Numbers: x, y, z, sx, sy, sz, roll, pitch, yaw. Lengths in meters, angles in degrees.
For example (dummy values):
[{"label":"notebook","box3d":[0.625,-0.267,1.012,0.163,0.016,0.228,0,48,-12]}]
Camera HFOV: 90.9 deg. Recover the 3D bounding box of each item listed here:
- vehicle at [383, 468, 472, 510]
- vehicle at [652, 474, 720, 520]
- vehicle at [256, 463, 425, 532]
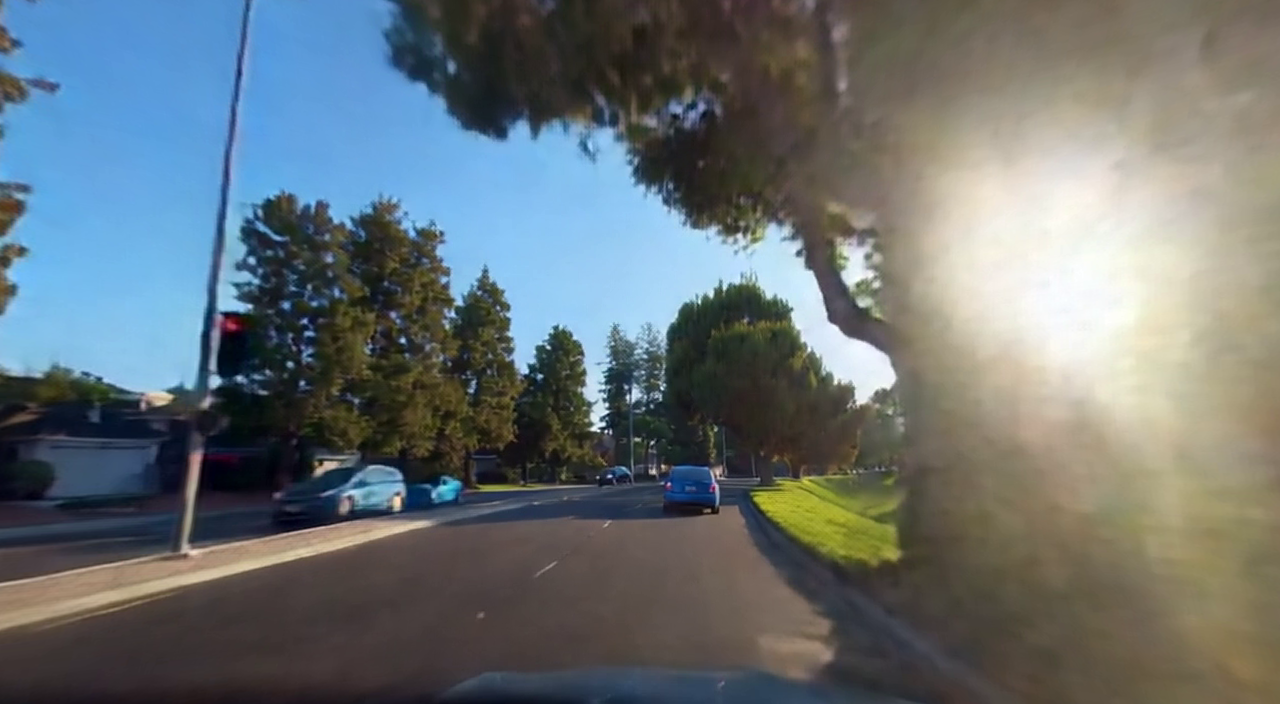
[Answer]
[{"label":"vehicle","box3d":[-9.173,5.952,27.649,1.856,1.569,4.572,-6,-11,7]},{"label":"vehicle","box3d":[1.662,4.695,20.880,1.972,1.250,5.282,-1,-11,7]},{"label":"vehicle","box3d":[-7.556,3.732,16.518,1.870,1.518,4.390,-2,-11,7]}]
